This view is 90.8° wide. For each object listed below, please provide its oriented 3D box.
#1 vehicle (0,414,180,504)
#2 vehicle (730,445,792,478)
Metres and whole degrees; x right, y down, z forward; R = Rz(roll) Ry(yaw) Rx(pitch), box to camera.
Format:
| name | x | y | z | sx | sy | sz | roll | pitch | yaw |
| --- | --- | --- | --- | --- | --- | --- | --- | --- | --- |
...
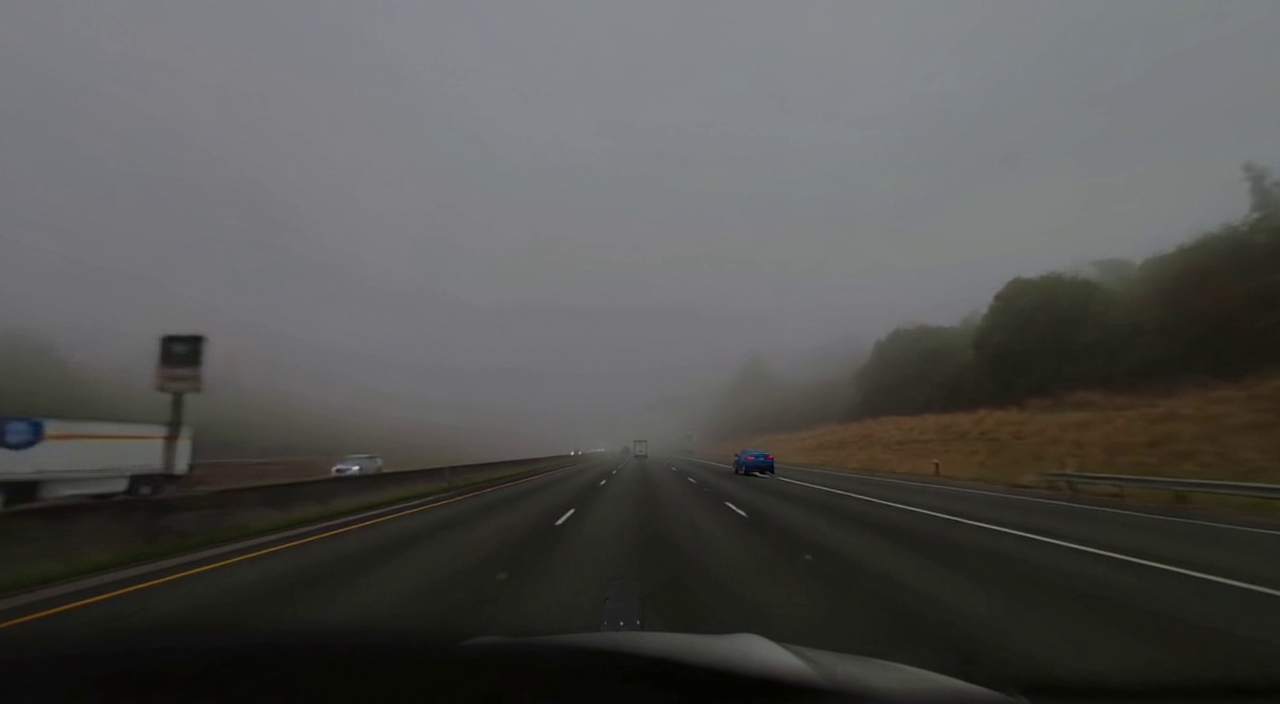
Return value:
| name | x | y | z | sx | sy | sz | roll | pitch | yaw |
| --- | --- | --- | --- | --- | --- | --- | --- | --- | --- |
| vehicle | -29.552 | 5.223 | 31.024 | 2.869 | 3.885 | 14.559 | 0 | -9 | 0 |
| vehicle | 5.656 | 5.162 | 29.941 | 1.967 | 1.472 | 3.751 | 0 | -9 | -3 |
